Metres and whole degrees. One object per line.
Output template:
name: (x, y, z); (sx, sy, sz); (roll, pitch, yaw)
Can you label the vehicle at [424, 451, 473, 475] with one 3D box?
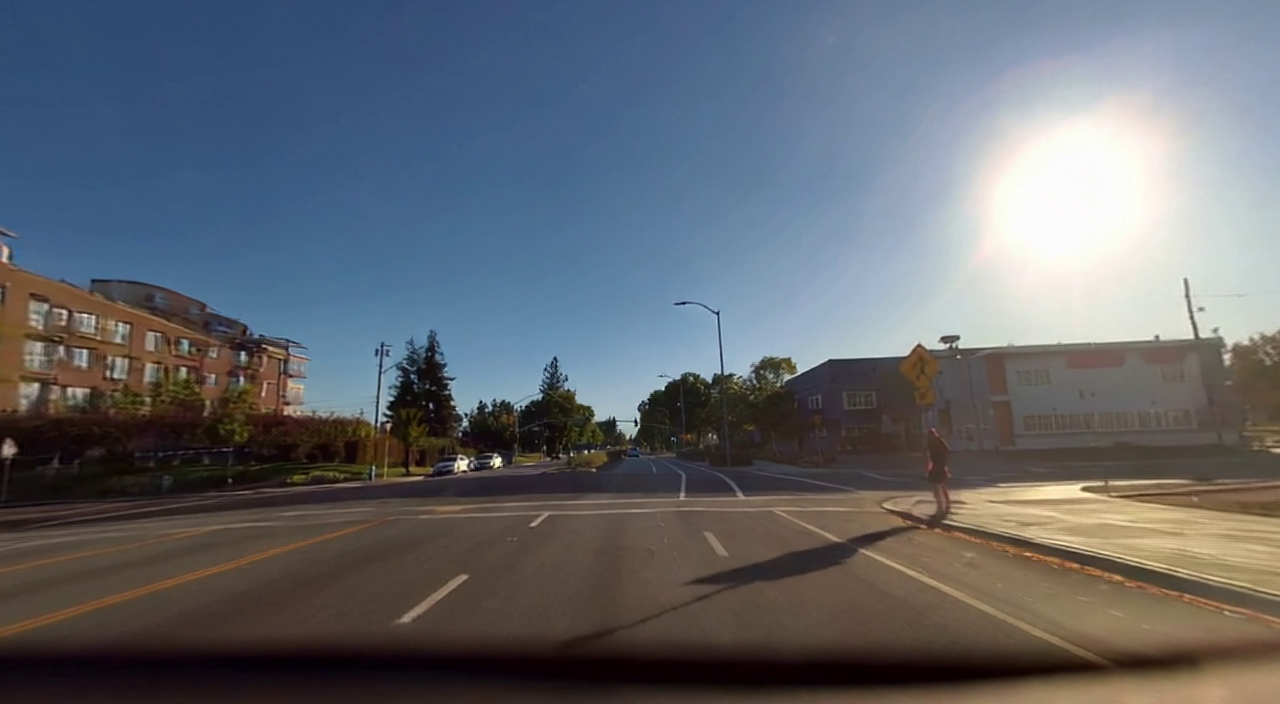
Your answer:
vehicle: (-14.604, 8.532, 48.484); (2.085, 1.685, 4.523); (-1, -10, 3)
